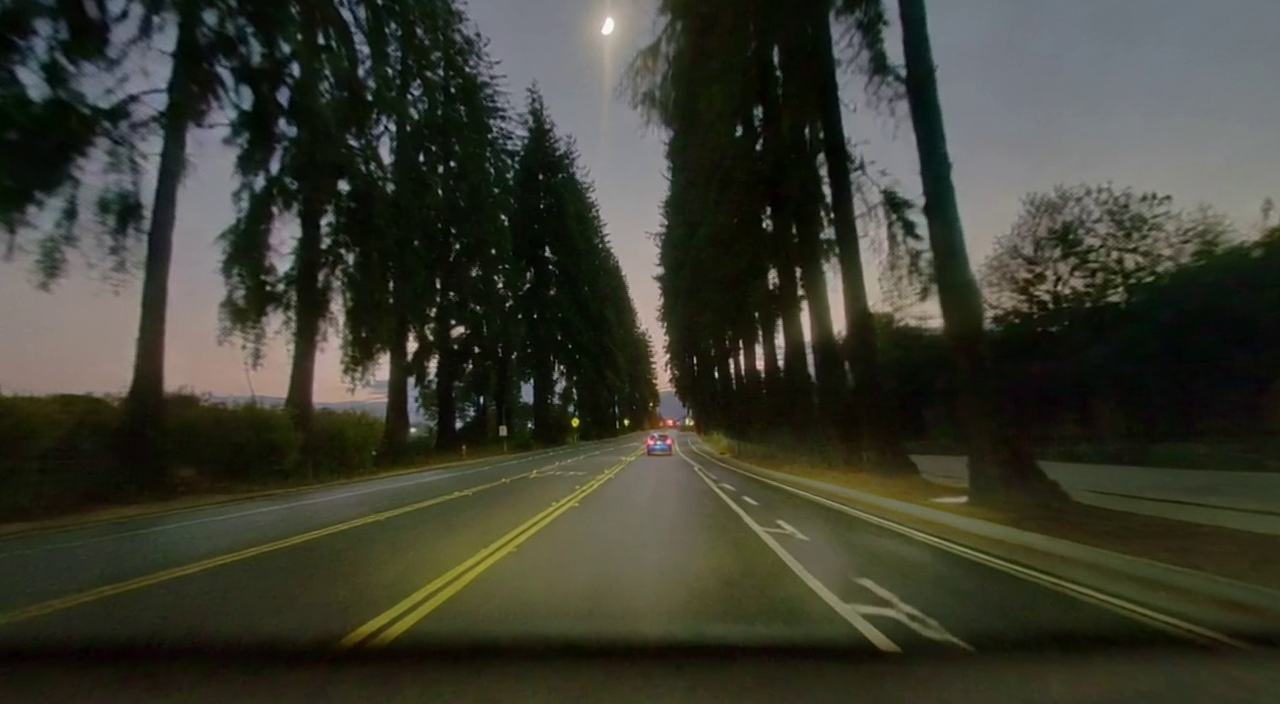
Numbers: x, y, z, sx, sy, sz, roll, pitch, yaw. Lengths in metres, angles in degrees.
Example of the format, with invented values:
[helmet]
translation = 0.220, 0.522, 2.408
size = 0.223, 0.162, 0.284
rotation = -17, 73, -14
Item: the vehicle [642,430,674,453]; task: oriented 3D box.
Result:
[vehicle]
translation = 1.215, 6.138, 43.023
size = 2.067, 1.486, 3.861
rotation = -1, -9, 2
